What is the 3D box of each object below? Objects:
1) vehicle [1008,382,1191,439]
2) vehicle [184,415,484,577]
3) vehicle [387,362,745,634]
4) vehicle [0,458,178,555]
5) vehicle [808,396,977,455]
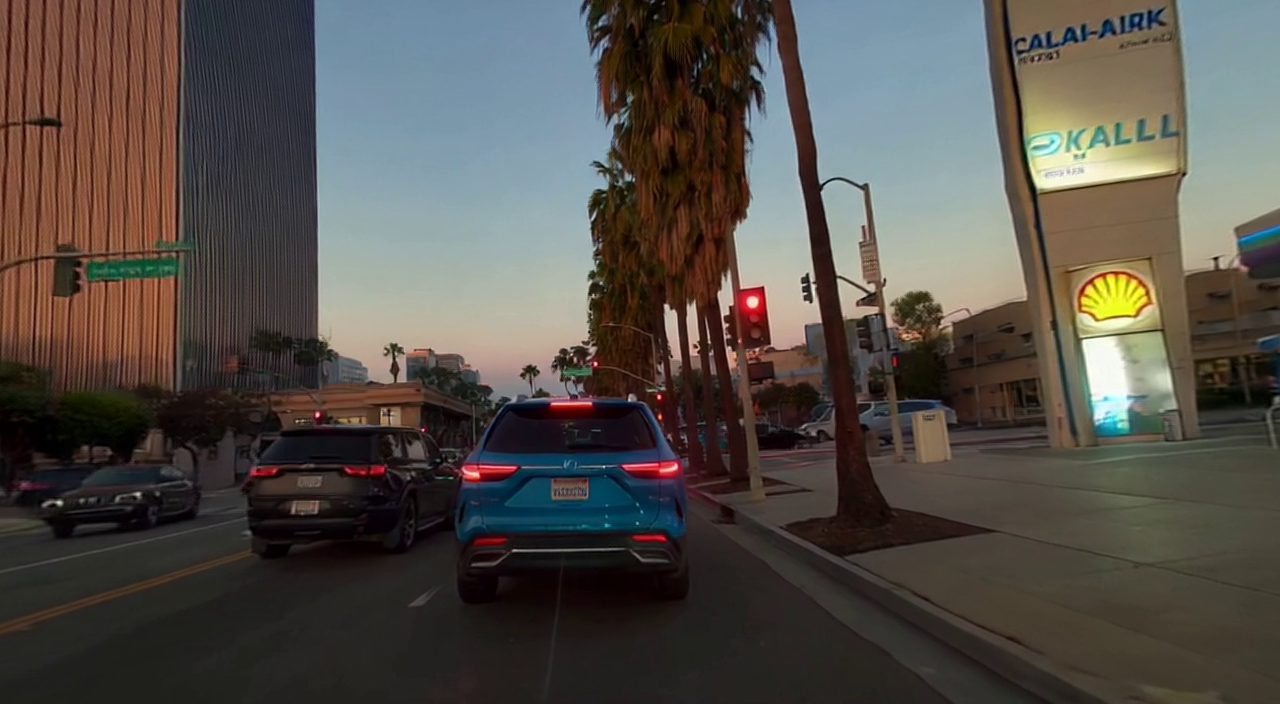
[{"bbox_3d":[17.038,2.228,23.642,5.033,1.999,2.259,0,-8,-2],"label":"vehicle"},{"bbox_3d":[-3.874,1.894,9.295,2.097,1.692,5.030,0,-8,-3],"label":"vehicle"},{"bbox_3d":[-0.637,1.373,6.987,2.519,1.913,4.819,0,-8,-3],"label":"vehicle"},{"bbox_3d":[-12.482,3.380,14.654,2.331,1.708,4.660,5,-10,-31],"label":"vehicle"},{"bbox_3d":[9.193,2.733,23.324,5.307,2.076,2.122,0,-8,-5],"label":"vehicle"}]
